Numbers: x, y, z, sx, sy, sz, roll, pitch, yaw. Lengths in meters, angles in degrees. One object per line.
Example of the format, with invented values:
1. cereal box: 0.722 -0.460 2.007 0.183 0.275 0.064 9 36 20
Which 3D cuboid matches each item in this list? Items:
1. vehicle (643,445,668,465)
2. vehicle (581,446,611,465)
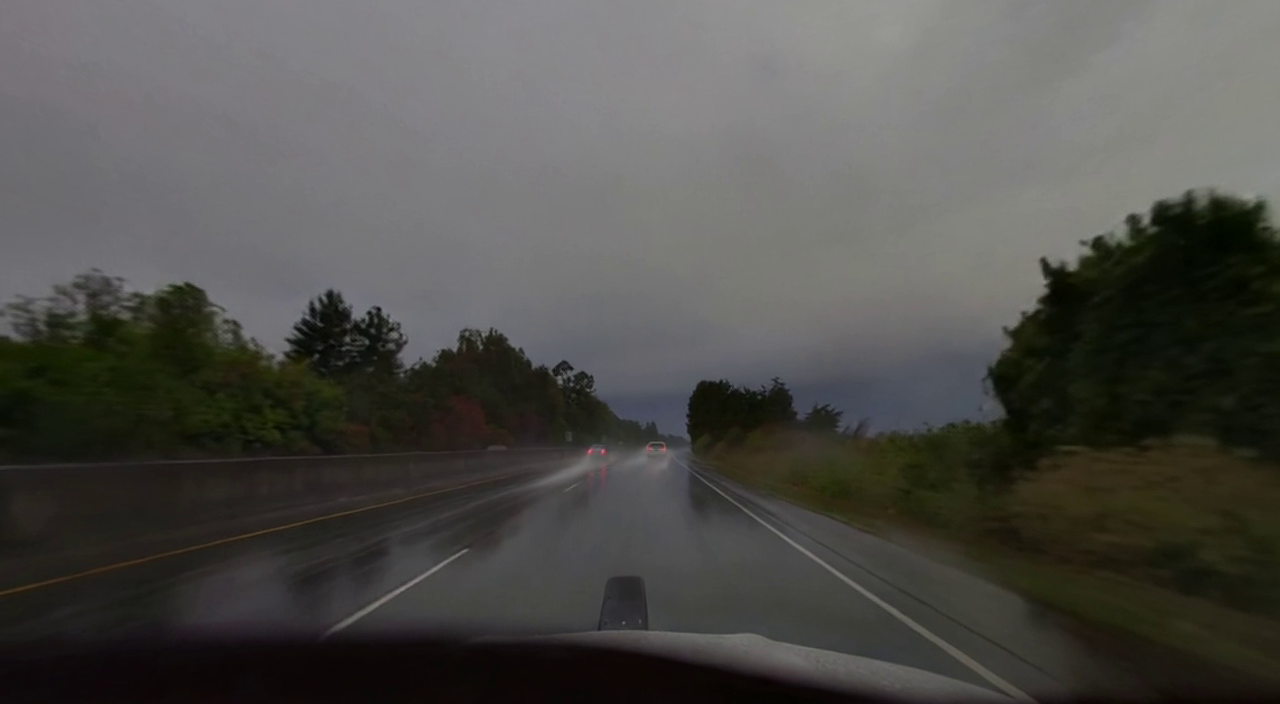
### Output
1. vehicle: 1.191 8.069 49.547 1.934 1.488 3.832 0 -9 1
2. vehicle: -3.448 8.160 49.828 2.033 1.449 3.957 0 -9 1
